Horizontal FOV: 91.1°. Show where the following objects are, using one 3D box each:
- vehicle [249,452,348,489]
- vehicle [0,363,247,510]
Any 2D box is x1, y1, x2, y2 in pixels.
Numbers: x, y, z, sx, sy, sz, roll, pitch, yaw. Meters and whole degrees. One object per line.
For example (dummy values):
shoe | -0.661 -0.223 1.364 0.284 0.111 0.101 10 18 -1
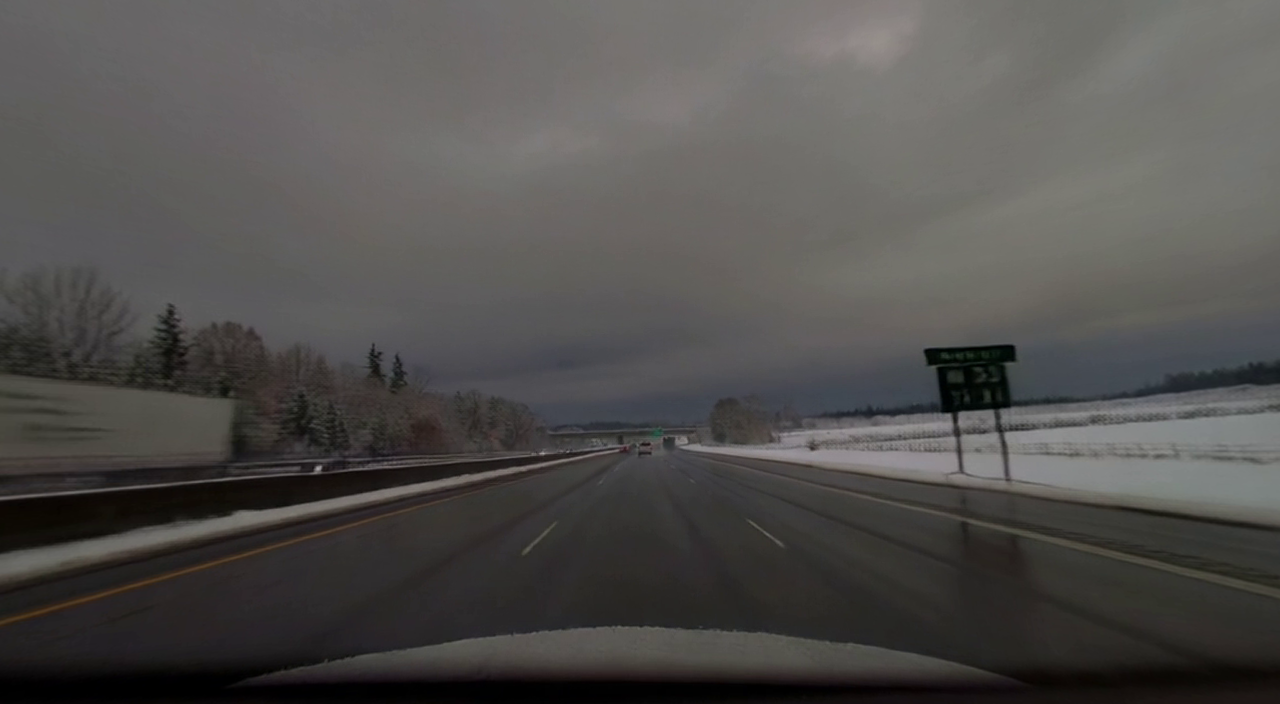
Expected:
vehicle | -15.708 5.456 29.266 1.990 1.511 4.672 -1 -9 0
vehicle | -19.274 2.954 21.360 2.872 4.066 13.769 -1 -9 0
